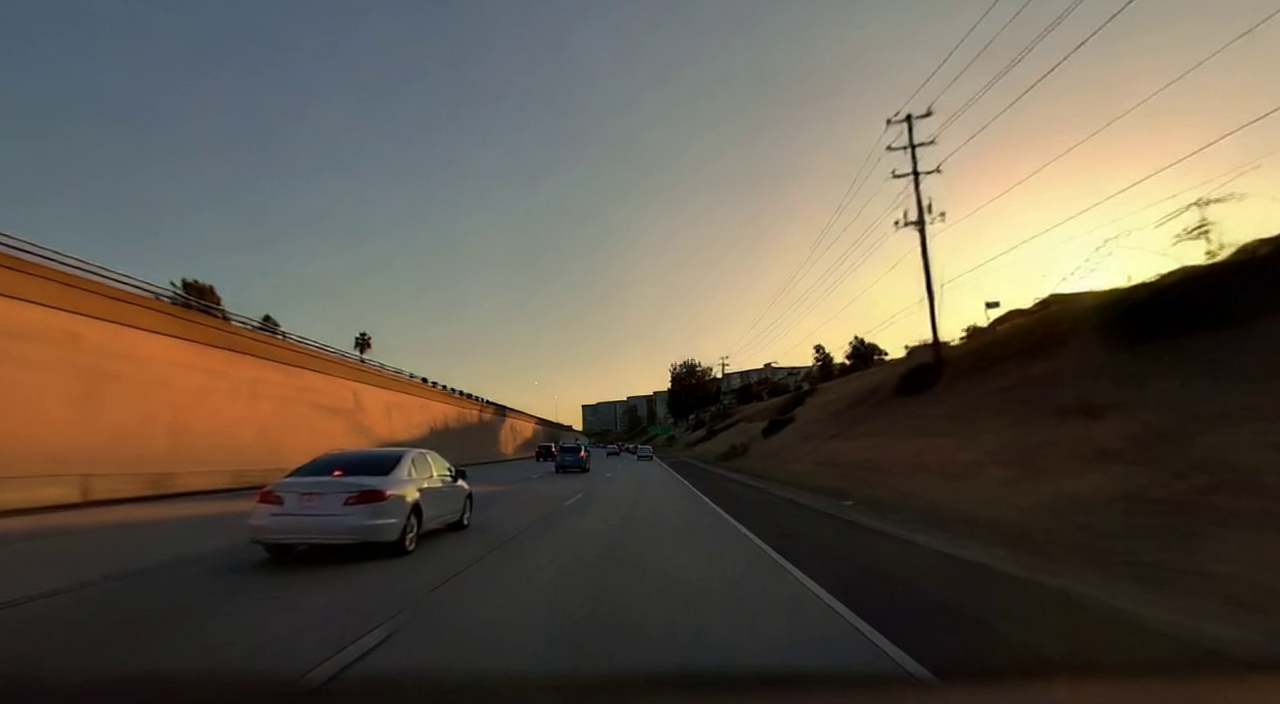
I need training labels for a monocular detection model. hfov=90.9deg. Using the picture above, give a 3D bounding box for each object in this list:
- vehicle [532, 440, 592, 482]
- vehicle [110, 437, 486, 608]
[{"bbox_3d":[-3.454,4.920,28.764,2.052,1.731,4.372,0,-8,2],"label":"vehicle"},{"bbox_3d":[-3.493,1.788,7.655,2.056,1.449,4.330,0,-8,1],"label":"vehicle"}]
